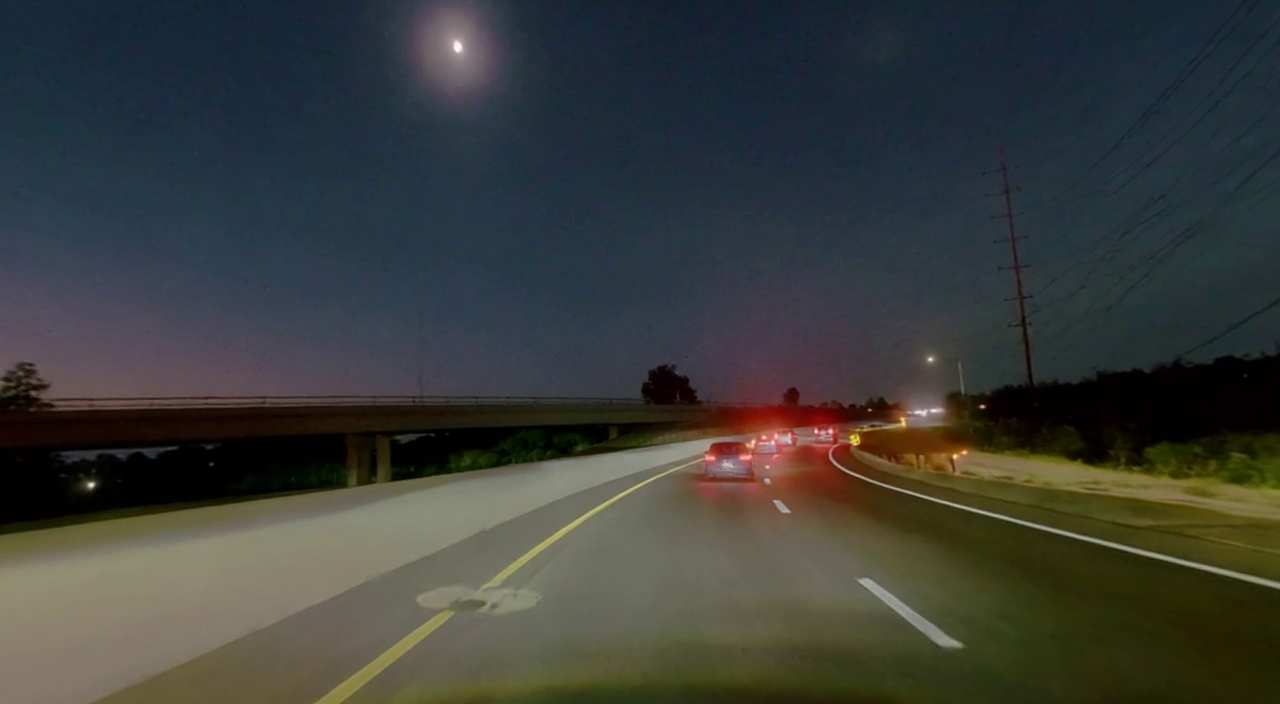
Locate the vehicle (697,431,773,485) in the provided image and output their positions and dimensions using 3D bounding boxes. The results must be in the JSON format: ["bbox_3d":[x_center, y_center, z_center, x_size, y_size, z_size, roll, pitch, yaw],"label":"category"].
[{"bbox_3d":[2.959,3.294,19.790,2.091,1.482,4.321,-1,-8,8],"label":"vehicle"}]
